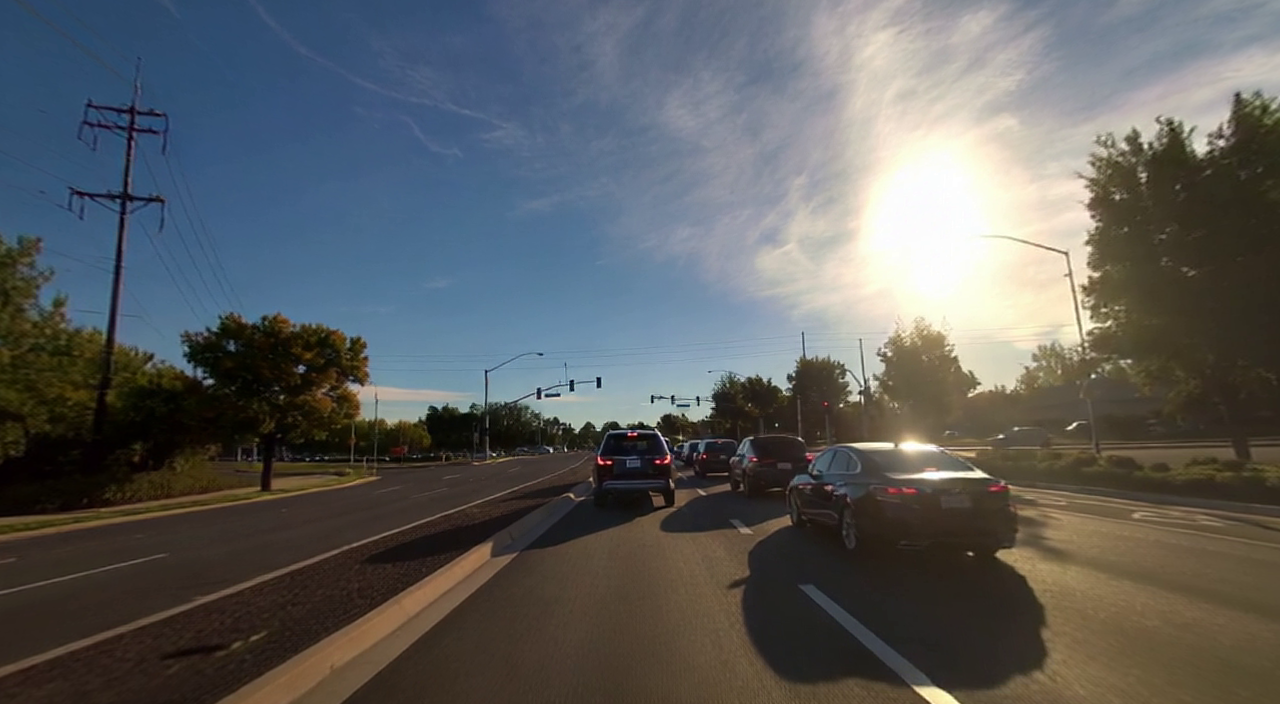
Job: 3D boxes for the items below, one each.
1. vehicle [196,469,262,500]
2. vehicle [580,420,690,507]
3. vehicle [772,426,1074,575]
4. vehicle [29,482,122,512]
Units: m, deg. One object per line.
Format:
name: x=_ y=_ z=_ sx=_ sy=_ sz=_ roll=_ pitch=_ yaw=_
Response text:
vehicle: x=-25.231 y=8.082 z=38.769 sx=3.826 sy=1.522 sz=1.741 roll=-3 pitch=-8 yaw=30
vehicle: x=-0.140 y=2.672 z=15.469 sx=2.300 sy=1.821 sz=4.254 roll=0 pitch=-9 yaw=-1
vehicle: x=3.306 y=1.824 z=8.611 sx=1.984 sy=1.462 sz=4.513 roll=0 pitch=-9 yaw=0
vehicle: x=-33.395 y=8.566 z=37.430 sx=3.637 sy=1.483 sz=2.007 roll=-2 pitch=-7 yaw=1
